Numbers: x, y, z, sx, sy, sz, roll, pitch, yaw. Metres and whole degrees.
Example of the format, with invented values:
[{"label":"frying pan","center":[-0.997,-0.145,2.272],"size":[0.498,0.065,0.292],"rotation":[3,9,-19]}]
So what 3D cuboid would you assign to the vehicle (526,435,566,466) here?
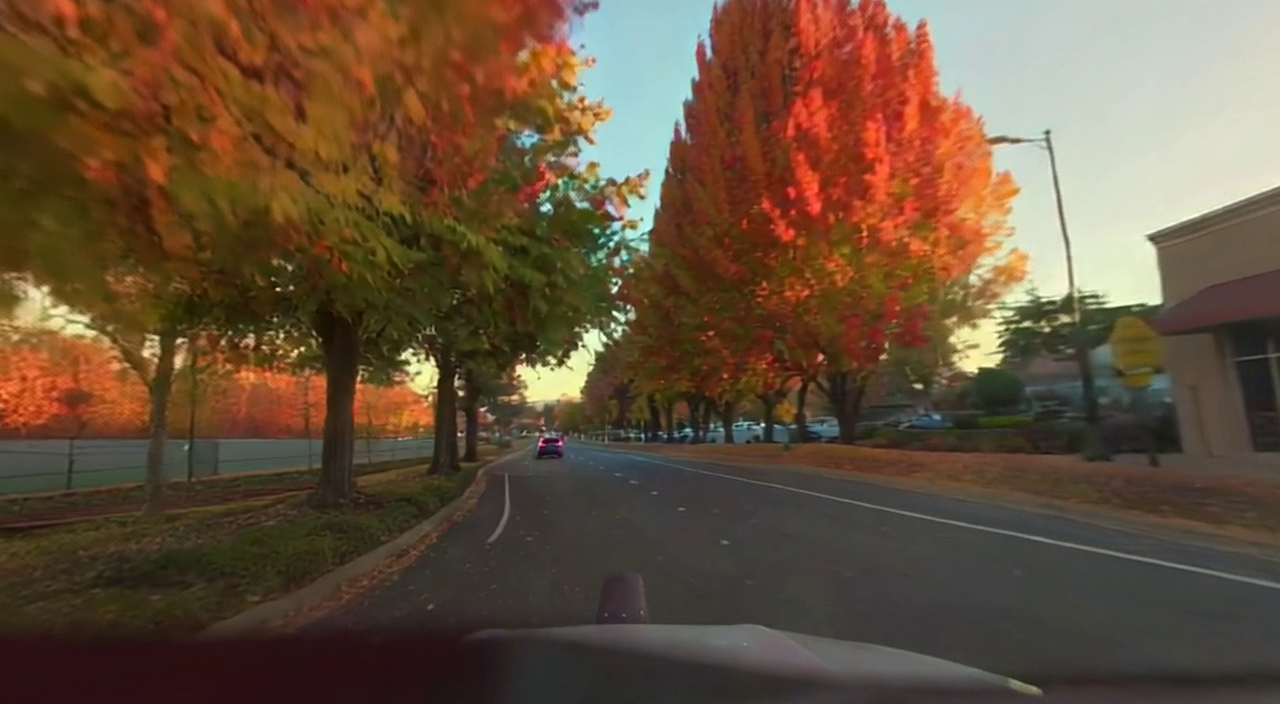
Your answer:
[{"label":"vehicle","center":[-6.087,6.265,40.415],"size":[2.146,1.814,5.110],"rotation":[2,-8,-13]}]
